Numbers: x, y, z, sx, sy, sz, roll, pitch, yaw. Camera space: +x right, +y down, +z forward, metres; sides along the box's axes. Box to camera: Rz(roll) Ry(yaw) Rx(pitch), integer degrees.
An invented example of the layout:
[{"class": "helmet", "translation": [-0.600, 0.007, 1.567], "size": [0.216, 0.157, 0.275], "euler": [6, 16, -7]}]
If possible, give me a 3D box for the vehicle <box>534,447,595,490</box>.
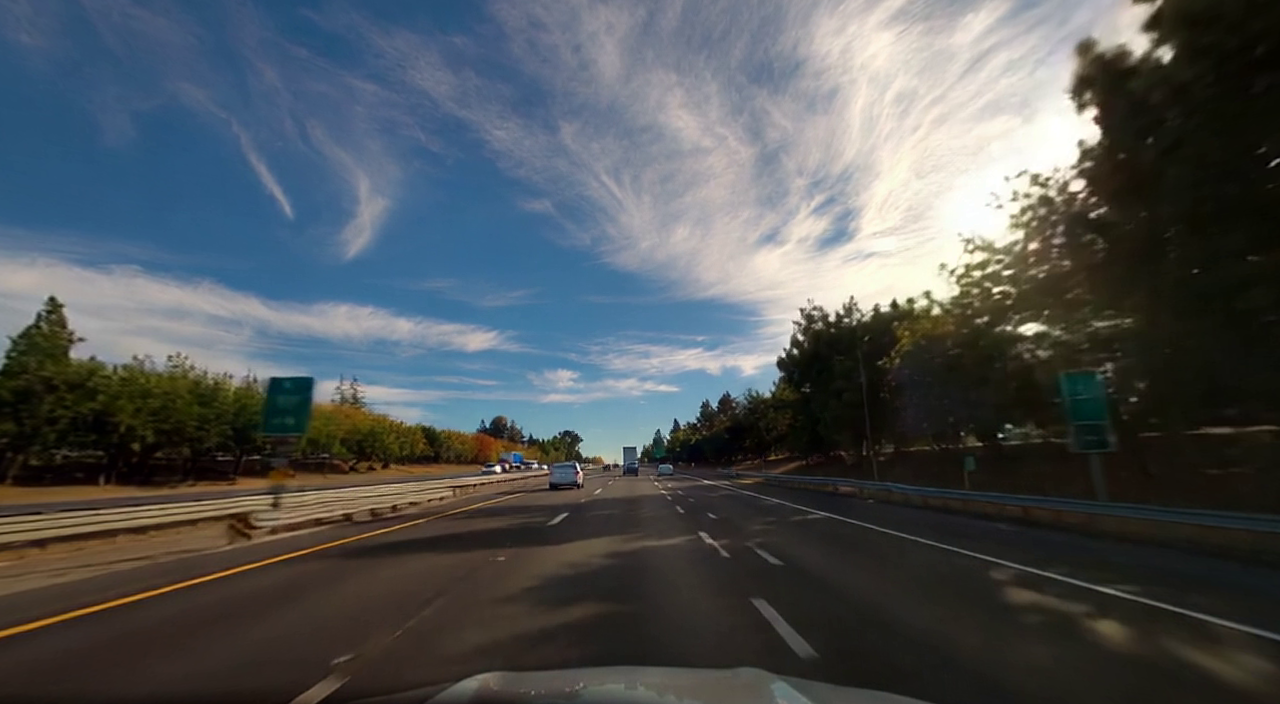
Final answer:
[{"class": "vehicle", "translation": [-3.571, 5.695, 30.736], "size": [2.390, 1.879, 4.423], "euler": [1, -10, 1]}]
